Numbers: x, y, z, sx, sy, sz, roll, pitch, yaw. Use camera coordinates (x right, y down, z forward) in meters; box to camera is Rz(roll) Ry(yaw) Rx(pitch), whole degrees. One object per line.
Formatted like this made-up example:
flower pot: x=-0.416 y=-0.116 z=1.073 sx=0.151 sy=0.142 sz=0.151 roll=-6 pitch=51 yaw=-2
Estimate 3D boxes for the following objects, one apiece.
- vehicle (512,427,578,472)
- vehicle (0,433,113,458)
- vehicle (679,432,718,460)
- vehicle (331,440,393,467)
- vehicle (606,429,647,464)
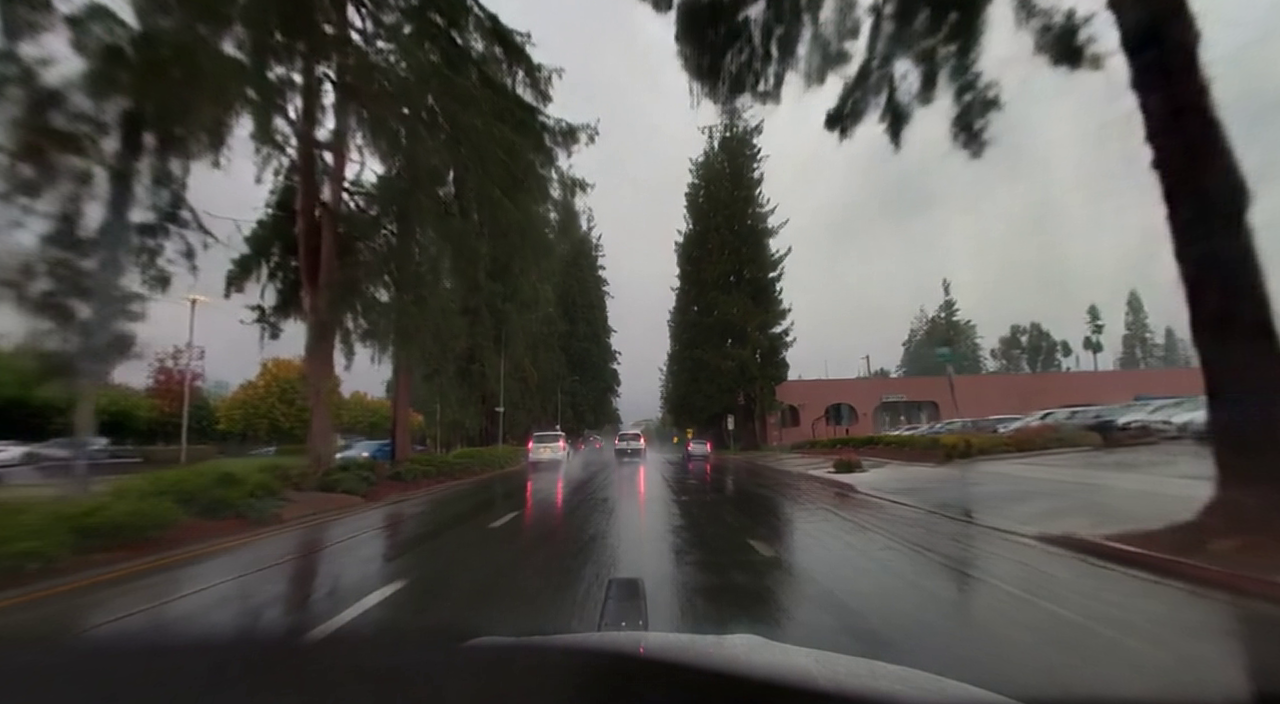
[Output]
vehicle: x=-3.879 y=4.079 z=26.475 sx=2.047 sy=1.710 sz=4.314 roll=0 pitch=-8 yaw=1
vehicle: x=-35.338 y=5.639 z=37.951 sx=1.883 sy=1.383 sz=5.637 roll=-1 pitch=-9 yaw=8
vehicle: x=3.441 y=5.607 z=37.585 sx=1.847 sy=1.554 sz=4.052 roll=0 pitch=-8 yaw=-1
vehicle: x=-19.776 y=7.225 z=45.060 sx=2.128 sy=1.841 sz=5.012 roll=0 pitch=-8 yaw=0
vehicle: x=-0.650 y=4.938 z=33.121 sx=2.022 sy=1.700 sz=4.084 roll=0 pitch=-8 yaw=0
